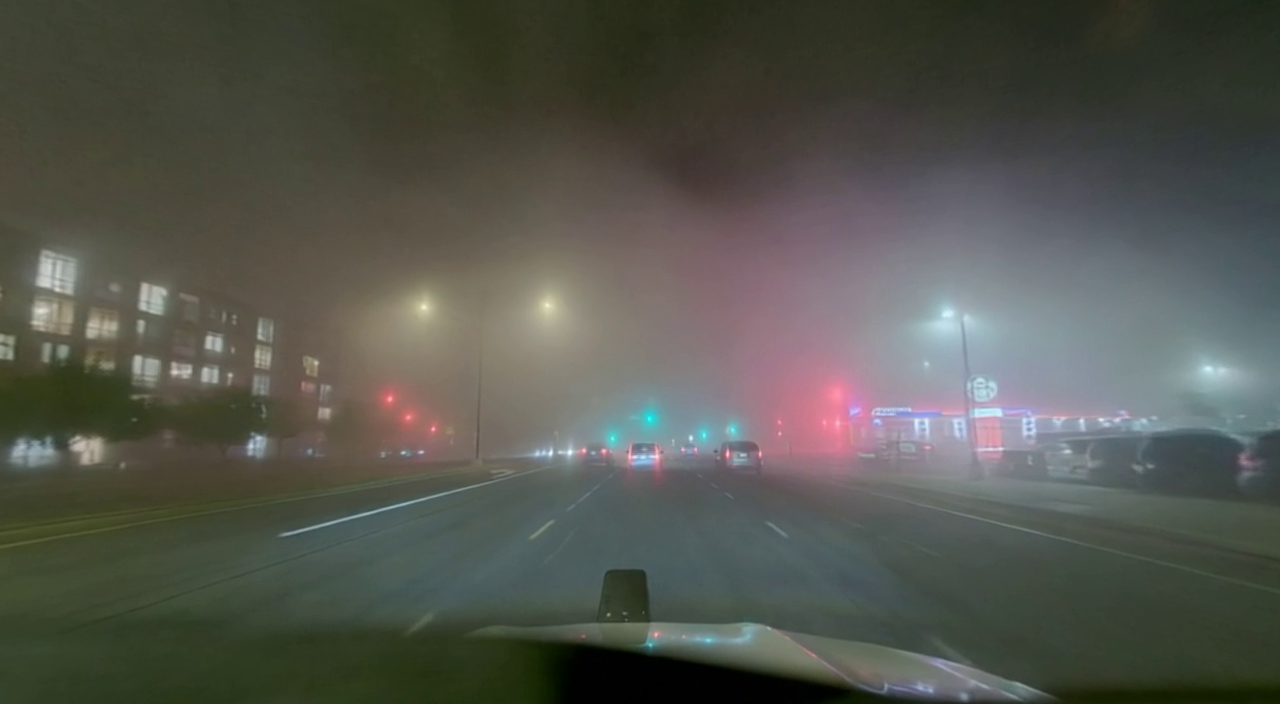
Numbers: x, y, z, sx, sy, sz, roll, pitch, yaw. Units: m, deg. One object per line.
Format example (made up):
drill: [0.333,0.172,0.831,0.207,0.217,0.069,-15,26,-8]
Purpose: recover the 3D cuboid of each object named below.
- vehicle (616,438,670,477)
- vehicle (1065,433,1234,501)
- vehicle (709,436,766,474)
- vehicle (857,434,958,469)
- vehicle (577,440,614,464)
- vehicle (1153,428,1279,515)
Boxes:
vehicle: [0.152,4.327,26.046,2.059,1.477,3.988,0,-8,1]
vehicle: [13.991,3.083,17.294,4.232,1.627,2.054,5,-10,-29]
vehicle: [4.590,4.908,30.256,2.007,1.683,4.171,0,-8,-1]
vehicle: [15.174,5.652,35.952,4.775,1.728,1.996,-2,-9,0]
vehicle: [-2.955,6.733,42.477,2.029,1.482,4.591,-1,-8,2]
vehicle: [14.013,2.610,14.233,4.288,1.695,2.014,4,-9,-27]
